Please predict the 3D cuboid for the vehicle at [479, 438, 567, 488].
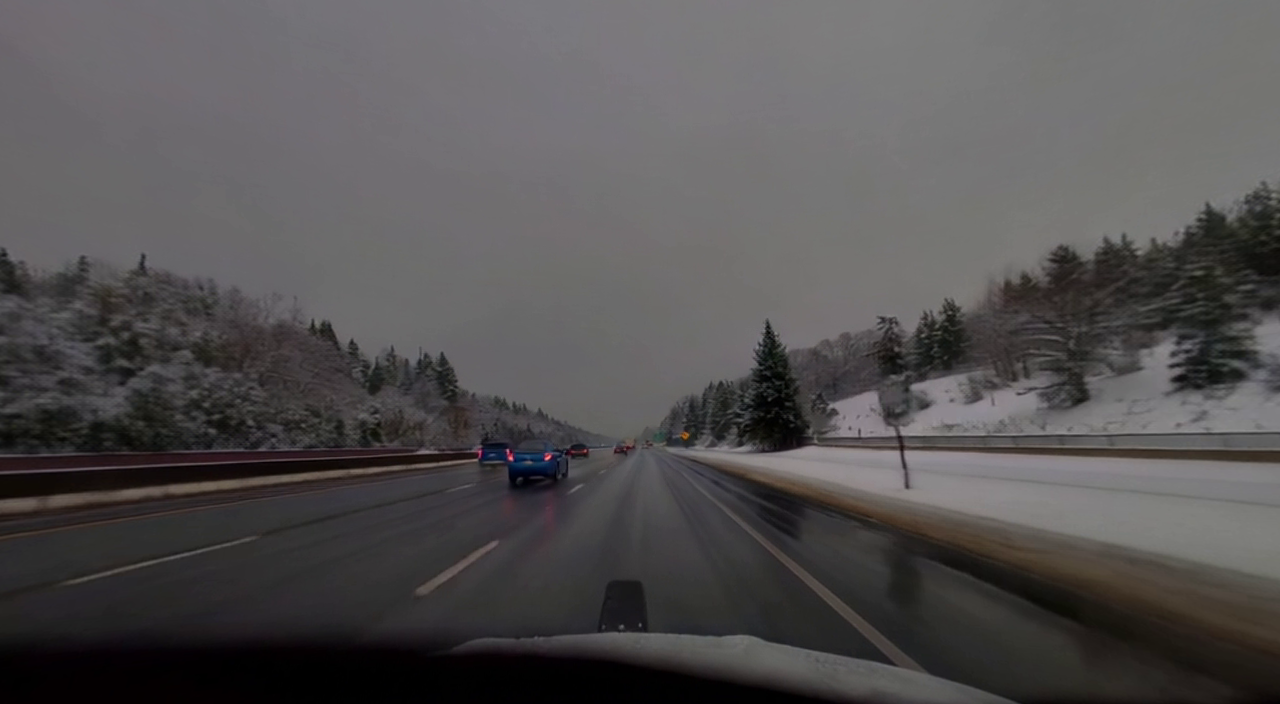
[{"bbox_3d":[-3.933,3.822,22.143,2.081,1.514,4.943,0,-8,1],"label":"vehicle"}]
